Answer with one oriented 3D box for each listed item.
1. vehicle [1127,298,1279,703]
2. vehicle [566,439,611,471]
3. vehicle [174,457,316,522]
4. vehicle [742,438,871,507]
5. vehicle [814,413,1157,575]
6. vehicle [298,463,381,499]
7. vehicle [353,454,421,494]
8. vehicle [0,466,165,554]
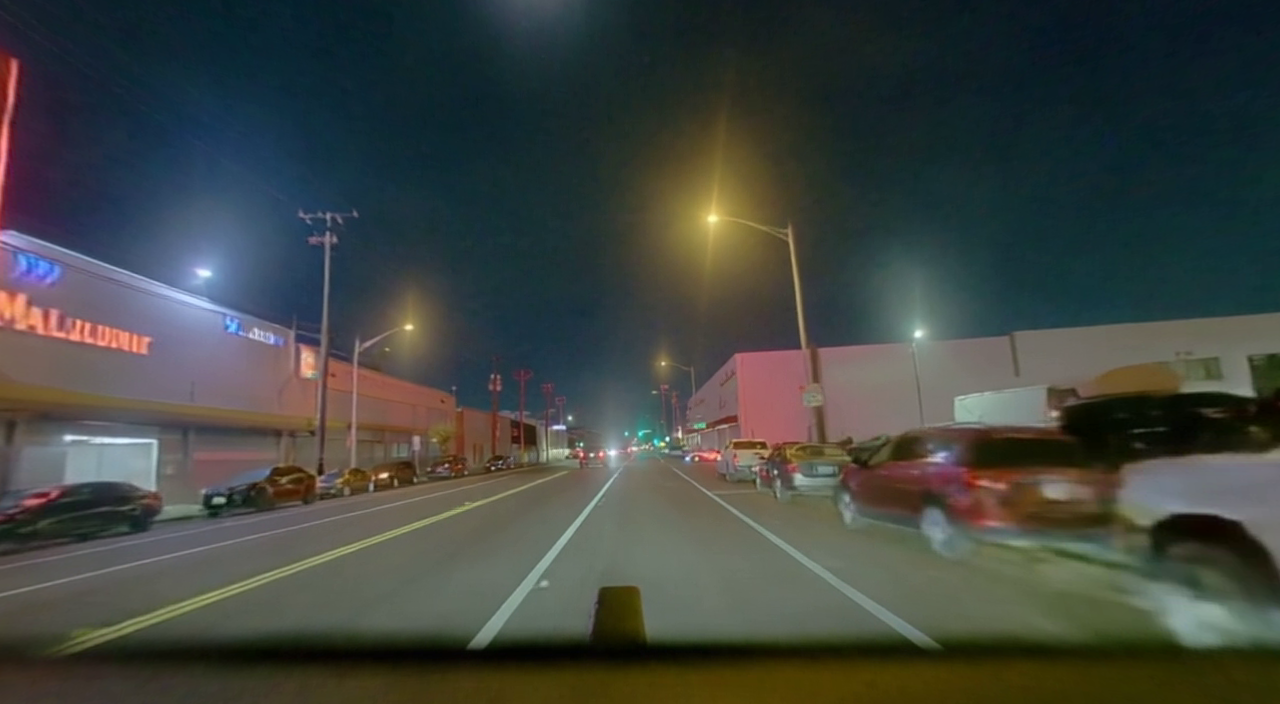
[{"bbox_3d":[3.762,0.423,0.682,2.180,1.847,5.196,0,-9,-2],"label":"vehicle"},{"bbox_3d":[-3.211,6.504,40.080,2.348,1.831,4.737,0,-8,1],"label":"vehicle"},{"bbox_3d":[-15.310,5.297,24.962,2.124,1.835,5.450,-6,-7,0],"label":"vehicle"},{"bbox_3d":[3.915,2.915,15.754,1.862,1.451,4.544,0,-9,-1],"label":"vehicle"},{"bbox_3d":[3.936,1.682,8.190,2.149,1.563,3.880,0,-9,-1],"label":"vehicle"},{"bbox_3d":[-15.170,6.522,32.191,2.049,1.496,4.338,-1,-8,1],"label":"vehicle"},{"bbox_3d":[-15.022,7.211,37.797,2.081,1.791,4.799,-6,-7,-1],"label":"vehicle"},{"bbox_3d":[-15.164,4.080,16.547,2.020,1.695,4.629,-6,-7,-2],"label":"vehicle"}]
